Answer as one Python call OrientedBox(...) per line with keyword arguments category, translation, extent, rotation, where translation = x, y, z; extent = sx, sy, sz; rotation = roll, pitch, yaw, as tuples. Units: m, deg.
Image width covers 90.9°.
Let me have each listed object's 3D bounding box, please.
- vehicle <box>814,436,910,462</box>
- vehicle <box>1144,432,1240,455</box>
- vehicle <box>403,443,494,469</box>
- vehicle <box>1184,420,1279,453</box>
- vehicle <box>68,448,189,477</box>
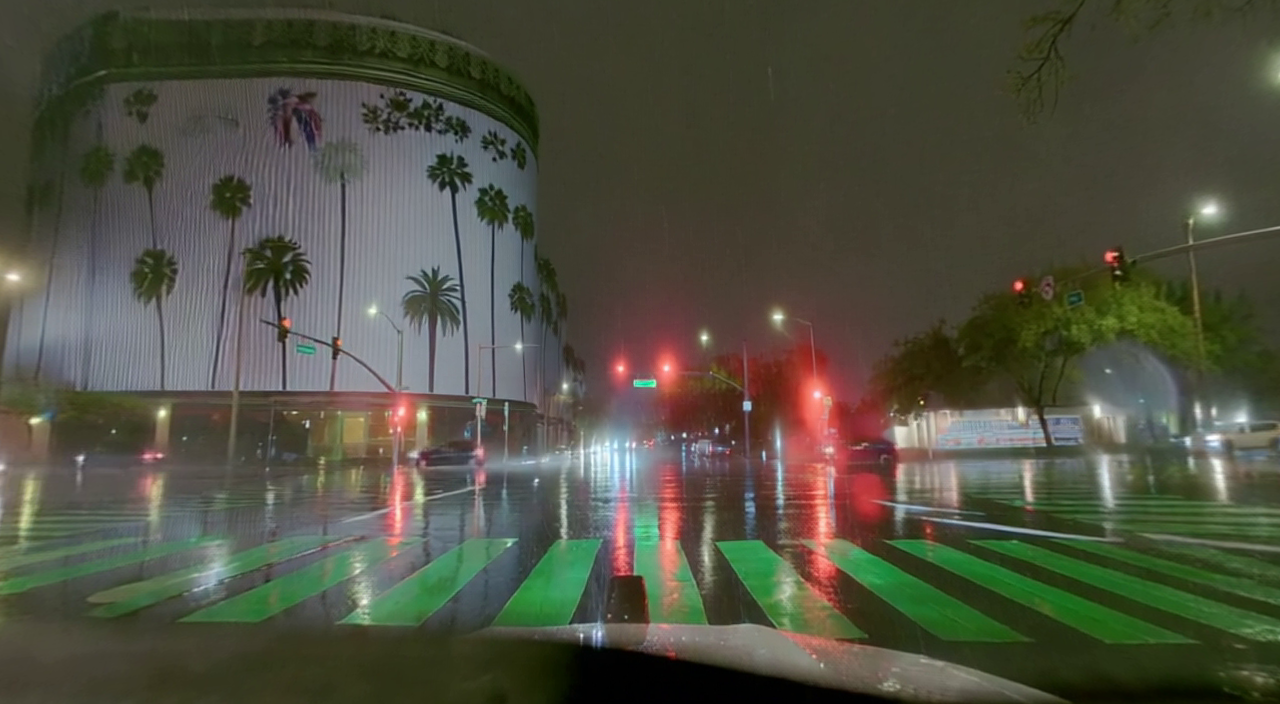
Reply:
OrientedBox(category="vehicle", translation=(12.890, 5.656, 36.716), extent=(4.893, 1.458, 1.791), rotation=(0, -8, 0))
OrientedBox(category="vehicle", translation=(36.066, 6.023, 41.243), extent=(4.606, 1.449, 1.687), rotation=(0, -8, 1))
OrientedBox(category="vehicle", translation=(-11.264, 6.141, 37.299), extent=(4.784, 1.465, 1.798), rotation=(0, -8, 1))
OrientedBox(category="vehicle", translation=(35.516, 4.940, 36.758), extent=(5.477, 1.880, 2.125), rotation=(0, -8, 1))
OrientedBox(category="vehicle", translation=(-27.159, 5.855, 33.578), extent=(4.875, 1.461, 1.777), rotation=(0, -8, 1))
